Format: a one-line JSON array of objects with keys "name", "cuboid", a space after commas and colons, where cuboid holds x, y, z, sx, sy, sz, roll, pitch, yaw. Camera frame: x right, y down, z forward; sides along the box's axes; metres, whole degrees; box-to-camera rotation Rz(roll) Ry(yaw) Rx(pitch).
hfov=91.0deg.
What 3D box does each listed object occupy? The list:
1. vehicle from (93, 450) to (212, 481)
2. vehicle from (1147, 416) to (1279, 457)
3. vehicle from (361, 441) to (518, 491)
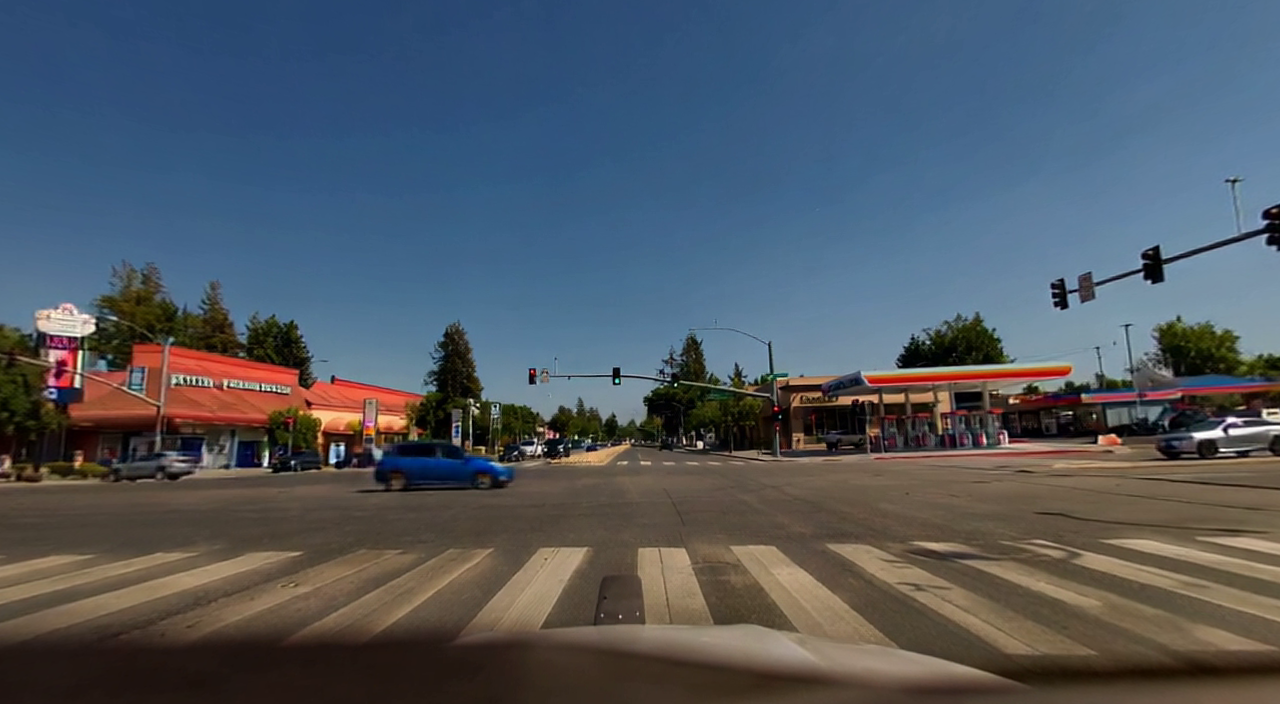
[{"name": "vehicle", "cuboid": [-30.999, 7.220, 40.131, 5.789, 1.893, 2.169, -1, -8, 3]}, {"name": "vehicle", "cuboid": [22.812, 3.258, 24.274, 4.696, 1.483, 1.898, -1, -8, 3]}, {"name": "vehicle", "cuboid": [-6.476, 3.704, 20.644, 4.488, 1.463, 1.888, -2, -8, 3]}]
